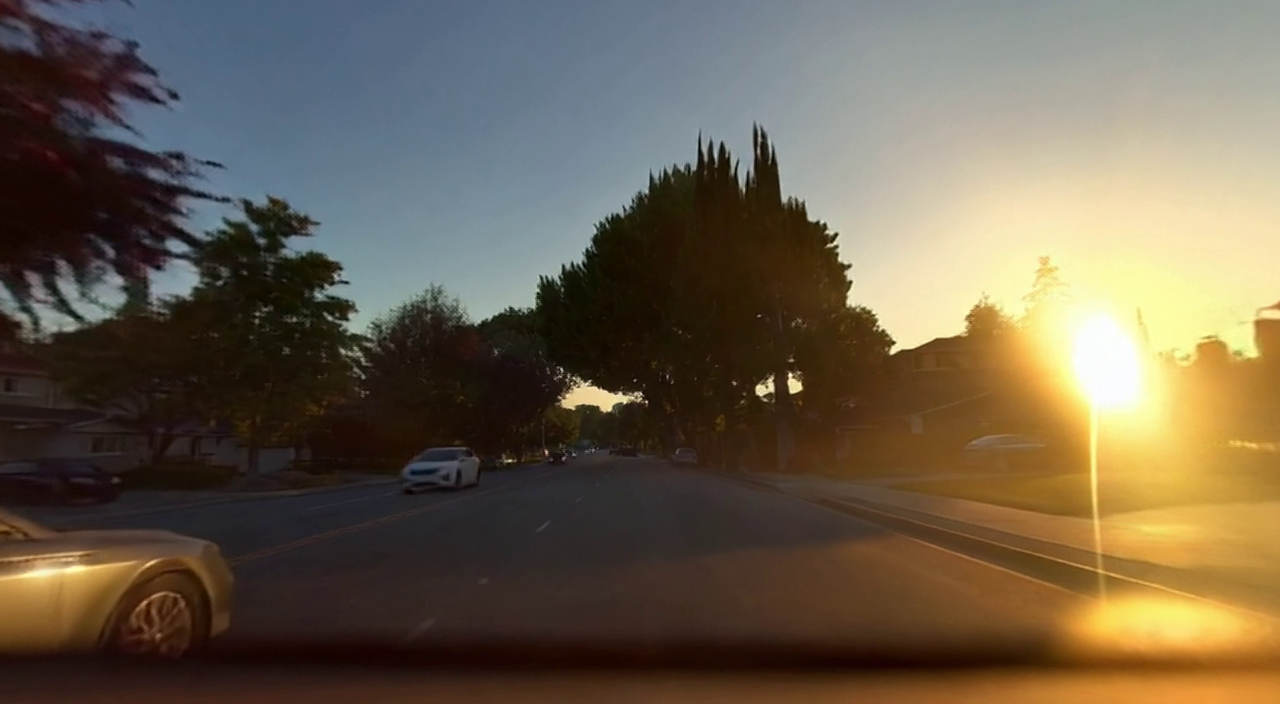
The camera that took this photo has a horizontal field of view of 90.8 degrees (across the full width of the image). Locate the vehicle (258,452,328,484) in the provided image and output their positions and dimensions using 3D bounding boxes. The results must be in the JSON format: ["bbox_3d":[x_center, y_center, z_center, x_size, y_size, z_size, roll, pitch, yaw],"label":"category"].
[{"bbox_3d":[-22.977,7.713,41.759,5.152,1.627,2.383,-16,-19,41],"label":"vehicle"}]

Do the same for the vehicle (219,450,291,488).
[{"bbox_3d":[-23.418,7.184,38.341,5.102,1.838,2.260,-16,-19,42],"label":"vehicle"}]

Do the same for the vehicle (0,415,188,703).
[{"bbox_3d":[-3.342,0.771,0.922,1.969,1.459,4.619,0,-8,0],"label":"vehicle"}]

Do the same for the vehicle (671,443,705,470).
[{"bbox_3d":[3.600,7.923,48.133,2.130,1.873,4.886,0,-8,0],"label":"vehicle"}]

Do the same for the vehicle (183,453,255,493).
[{"bbox_3d":[-22.383,6.347,33.493,4.273,1.797,2.129,-6,-12,44],"label":"vehicle"}]

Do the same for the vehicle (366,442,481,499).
[{"bbox_3d":[-7.503,4.123,22.566,2.194,1.761,5.282,0,-8,0],"label":"vehicle"}]

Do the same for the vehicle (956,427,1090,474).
[{"bbox_3d":[15.279,3.963,25.274,4.362,1.702,2.333,4,-10,-22],"label":"vehicle"}]
